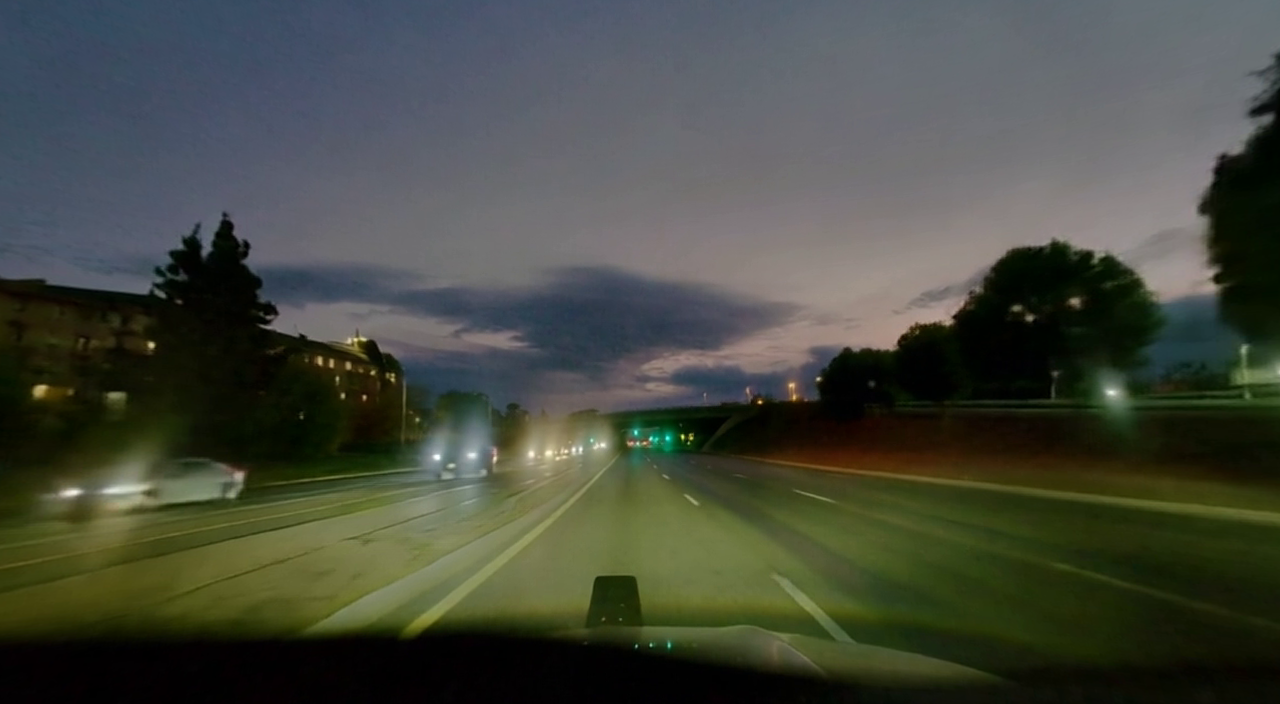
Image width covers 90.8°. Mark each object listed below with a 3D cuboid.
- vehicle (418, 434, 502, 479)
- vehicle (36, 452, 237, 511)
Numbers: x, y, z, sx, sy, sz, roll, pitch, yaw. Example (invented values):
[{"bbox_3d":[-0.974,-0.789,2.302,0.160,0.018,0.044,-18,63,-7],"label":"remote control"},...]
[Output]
[{"bbox_3d":[-8.582,5.035,30.805,2.312,1.970,5.878,0,-8,1],"label":"vehicle"},{"bbox_3d":[-15.350,3.928,19.756,2.167,1.506,4.924,0,-8,1],"label":"vehicle"}]
